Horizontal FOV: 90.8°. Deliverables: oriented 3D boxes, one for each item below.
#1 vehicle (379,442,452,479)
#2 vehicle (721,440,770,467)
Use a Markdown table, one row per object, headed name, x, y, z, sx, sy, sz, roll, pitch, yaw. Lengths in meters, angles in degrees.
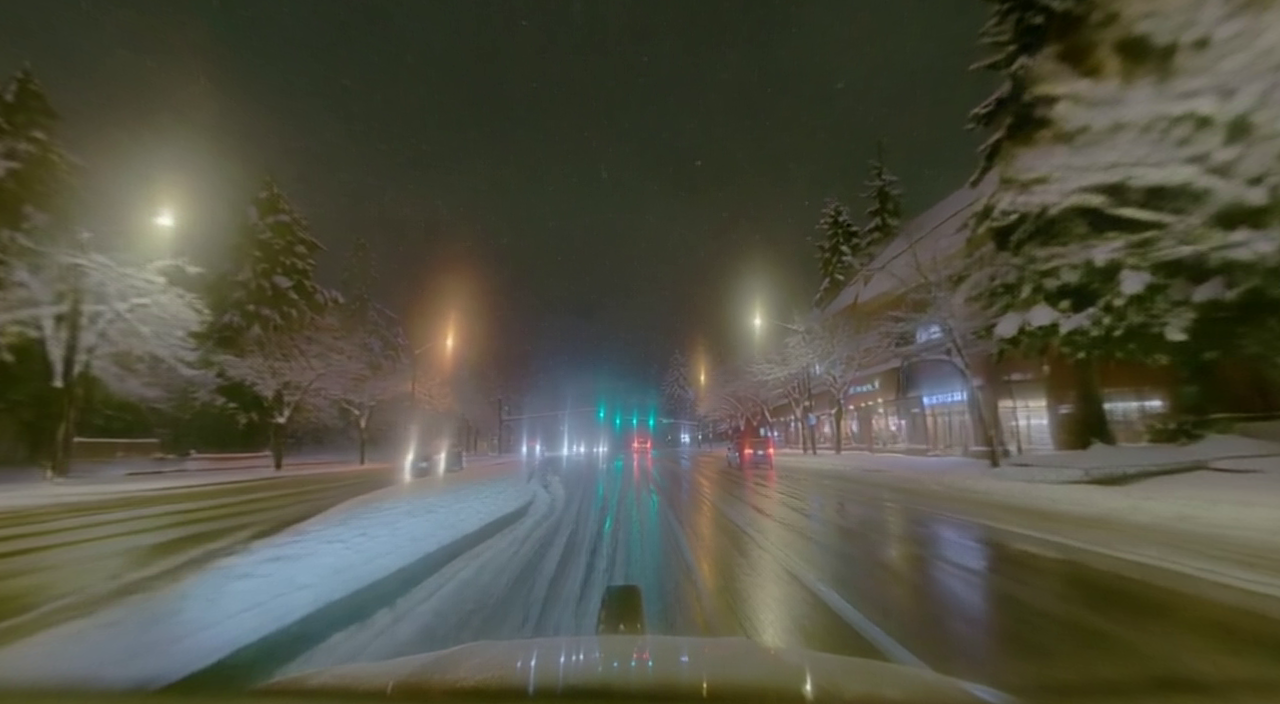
| name | x | y | z | sx | sy | sz | roll | pitch | yaw |
| --- | --- | --- | --- | --- | --- | --- | --- | --- | --- |
| vehicle | -9.817 | 4.739 | 27.956 | 1.676 | 1.469 | 4.362 | 0 | -8 | -1 |
| vehicle | 6.238 | 6.038 | 37.866 | 2.024 | 1.475 | 4.600 | 0 | -8 | -2 |
